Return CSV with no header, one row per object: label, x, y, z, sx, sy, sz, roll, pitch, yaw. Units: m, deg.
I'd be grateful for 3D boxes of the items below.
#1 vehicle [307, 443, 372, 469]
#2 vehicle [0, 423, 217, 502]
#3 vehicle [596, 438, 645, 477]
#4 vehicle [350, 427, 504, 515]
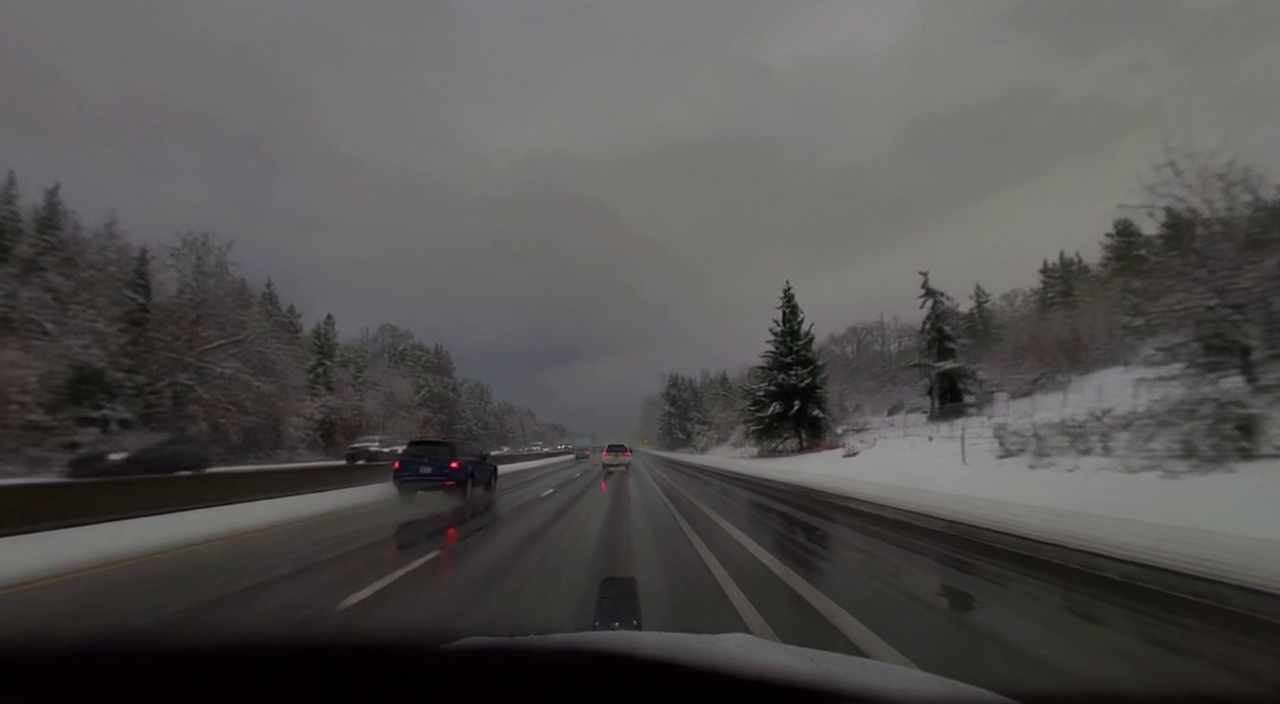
vehicle,-18.363,6.362,38.503,1.836,1.468,4.497,0,-9,-1
vehicle,-13.029,2.680,15.489,2.045,1.647,4.454,0,-9,-1
vehicle,-0.906,4.853,29.012,2.115,1.661,4.049,0,-9,-2
vehicle,-4.695,2.699,14.695,1.974,1.688,4.727,0,-9,-1
